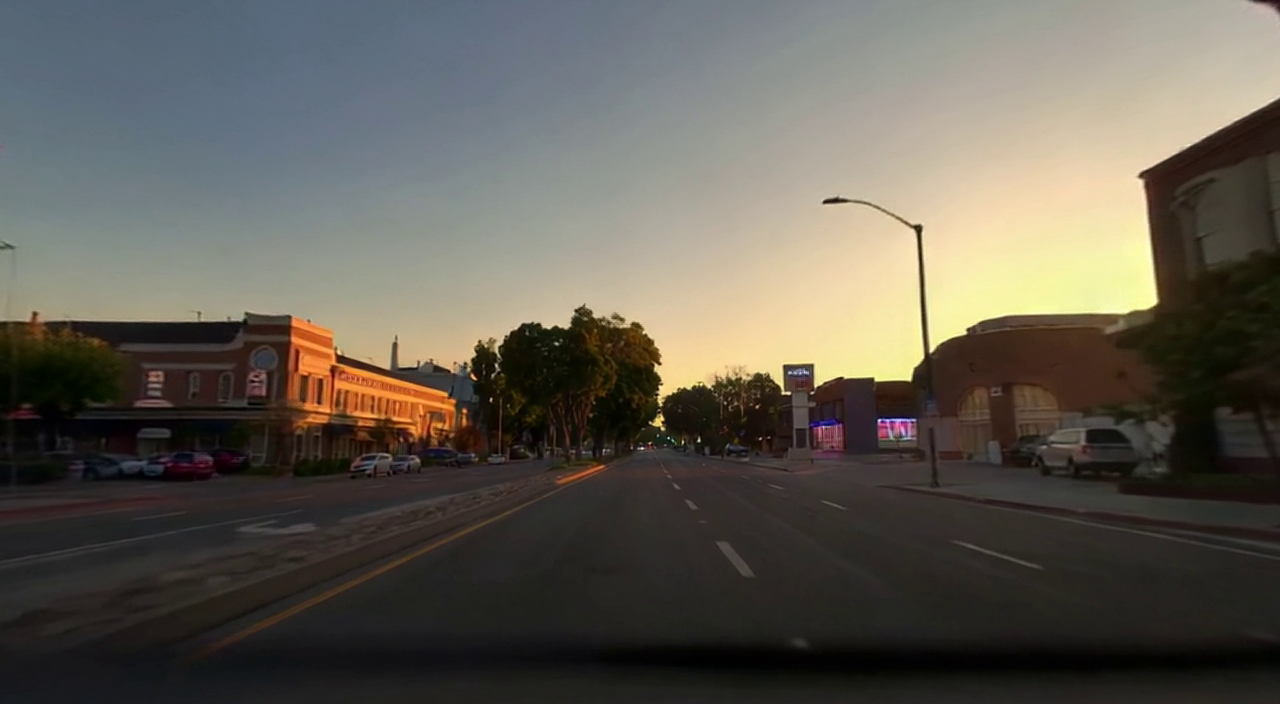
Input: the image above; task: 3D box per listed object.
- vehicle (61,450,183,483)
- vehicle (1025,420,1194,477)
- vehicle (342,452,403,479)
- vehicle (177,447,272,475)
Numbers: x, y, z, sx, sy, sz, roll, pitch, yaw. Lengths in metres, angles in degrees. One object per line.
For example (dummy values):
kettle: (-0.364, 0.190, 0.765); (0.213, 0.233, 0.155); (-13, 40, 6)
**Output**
vehicle: (-27.622, 6.095, 33.591); (4.573, 1.633, 2.016); (1, -8, -5)
vehicle: (16.643, 3.488, 22.724); (2.151, 1.814, 5.129); (0, -9, 1)
vehicle: (-19.008, 8.039, 44.872); (2.029, 1.785, 4.694); (0, -9, 3)
vehicle: (-26.926, 7.062, 40.839); (4.472, 1.717, 2.392); (1, -8, -2)
